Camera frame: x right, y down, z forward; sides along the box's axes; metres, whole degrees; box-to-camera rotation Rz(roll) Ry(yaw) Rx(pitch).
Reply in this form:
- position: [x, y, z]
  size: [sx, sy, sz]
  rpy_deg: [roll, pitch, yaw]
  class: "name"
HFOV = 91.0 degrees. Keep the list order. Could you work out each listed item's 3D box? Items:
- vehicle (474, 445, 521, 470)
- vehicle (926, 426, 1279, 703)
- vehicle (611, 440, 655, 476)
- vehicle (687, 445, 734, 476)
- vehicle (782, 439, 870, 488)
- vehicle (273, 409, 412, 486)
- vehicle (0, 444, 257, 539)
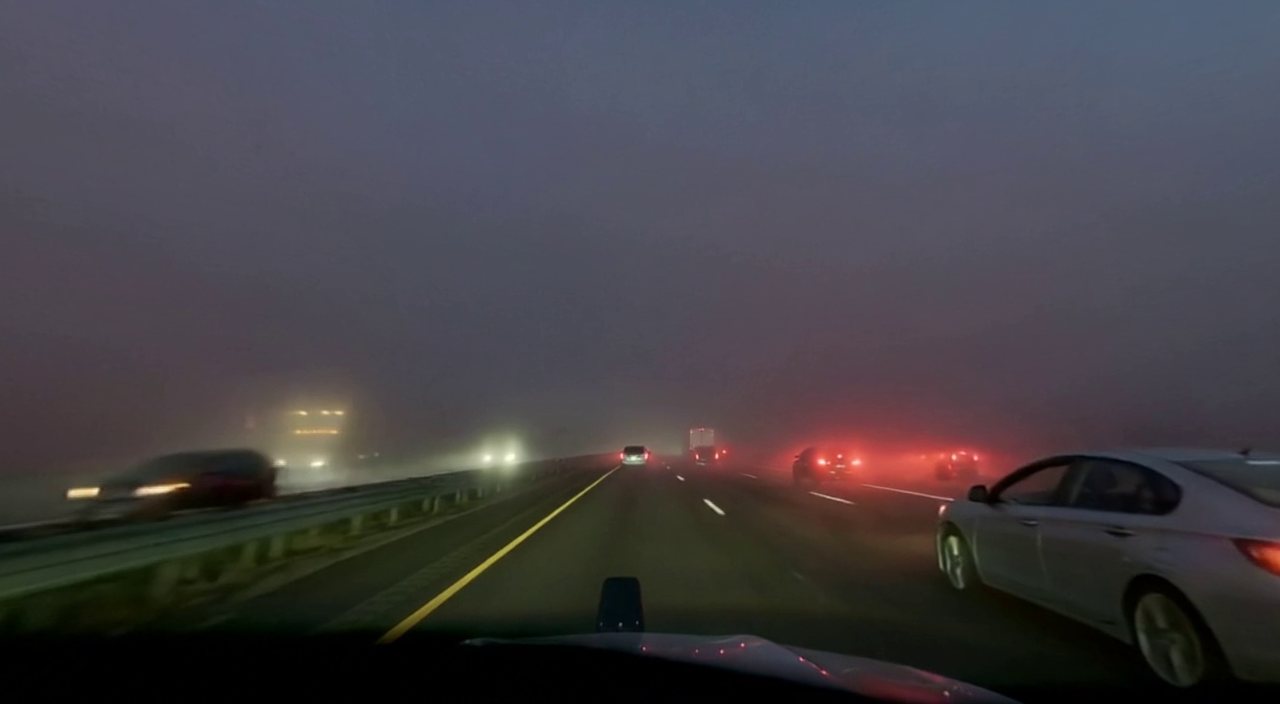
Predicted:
- position: [-10.134, 7.524, 45.112]
  size: [2.156, 1.644, 4.489]
  rpy_deg: [0, -9, 2]
  class: "vehicle"
- position: [3.503, 1.188, 3.442]
  size: [2.004, 1.471, 4.032]
  rpy_deg: [0, -9, 1]
  class: "vehicle"
- position: [-0.317, 5.535, 33.166]
  size: [2.142, 1.724, 4.344]
  rpy_deg: [0, -9, 1]
  class: "vehicle"
- position: [3.768, 5.885, 34.332]
  size: [2.047, 1.540, 4.294]
  rpy_deg: [0, -9, 0]
  class: "vehicle"
- position: [6.872, 4.158, 23.799]
  size: [1.975, 1.650, 4.257]
  rpy_deg: [0, -9, 0]
  class: "vehicle"
- position: [-14.196, 4.708, 31.001]
  size: [2.881, 3.266, 7.898]
  rpy_deg: [0, -9, 1]
  class: "vehicle"
- position: [-10.462, 2.688, 12.930]
  size: [1.965, 1.542, 4.905]
  rpy_deg: [0, -9, 2]
  class: "vehicle"
